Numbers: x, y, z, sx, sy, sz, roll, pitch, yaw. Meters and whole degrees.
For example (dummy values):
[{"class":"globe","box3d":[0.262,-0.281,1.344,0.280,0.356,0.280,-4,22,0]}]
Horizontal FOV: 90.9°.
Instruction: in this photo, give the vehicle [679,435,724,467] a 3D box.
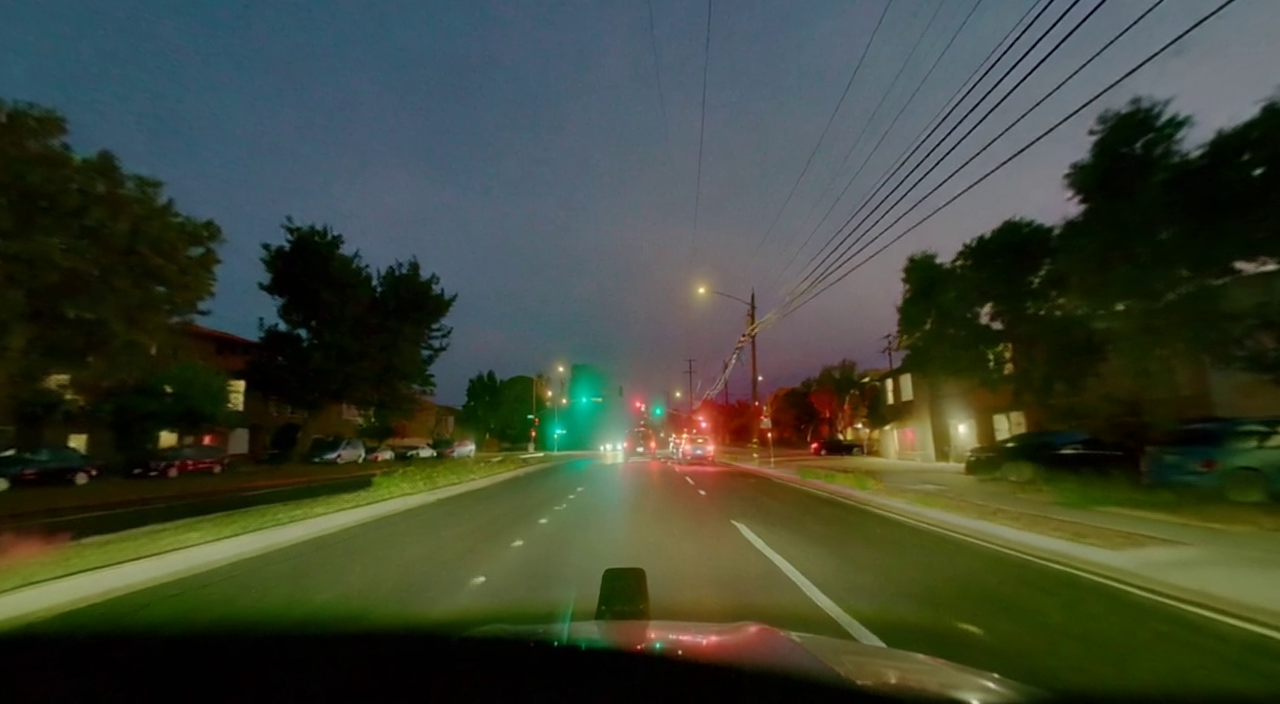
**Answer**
[{"class":"vehicle","box3d":[3.213,5.277,33.693,2.002,1.511,4.124,1,-8,0]}]

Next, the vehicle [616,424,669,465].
[{"class":"vehicle","box3d":[0.145,5.198,35.461,2.769,2.087,5.130,0,-8,0]}]

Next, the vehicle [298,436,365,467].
[{"class":"vehicle","box3d":[-20.056,6.489,41.214,2.046,1.874,4.448,0,-8,2]}]

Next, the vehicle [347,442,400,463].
[{"class":"vehicle","box3d":[-19.774,7.490,46.998,1.866,1.471,4.770,0,-8,1]}]

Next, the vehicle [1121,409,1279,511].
[{"class":"vehicle","box3d":[13.471,2.258,13.461,4.508,1.937,2.356,1,-8,-5]}]

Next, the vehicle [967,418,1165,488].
[{"class":"vehicle","box3d":[12.602,2.990,18.882,4.412,1.878,2.048,-1,-7,-1]}]

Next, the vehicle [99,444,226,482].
[{"class":"vehicle","box3d":[-20.432,4.734,27.287,1.865,1.506,4.706,0,-8,-1]}]

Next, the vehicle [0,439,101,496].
[{"class":"vehicle","box3d":[-20.266,3.666,20.238,1.973,1.700,4.475,0,-8,-1]}]
